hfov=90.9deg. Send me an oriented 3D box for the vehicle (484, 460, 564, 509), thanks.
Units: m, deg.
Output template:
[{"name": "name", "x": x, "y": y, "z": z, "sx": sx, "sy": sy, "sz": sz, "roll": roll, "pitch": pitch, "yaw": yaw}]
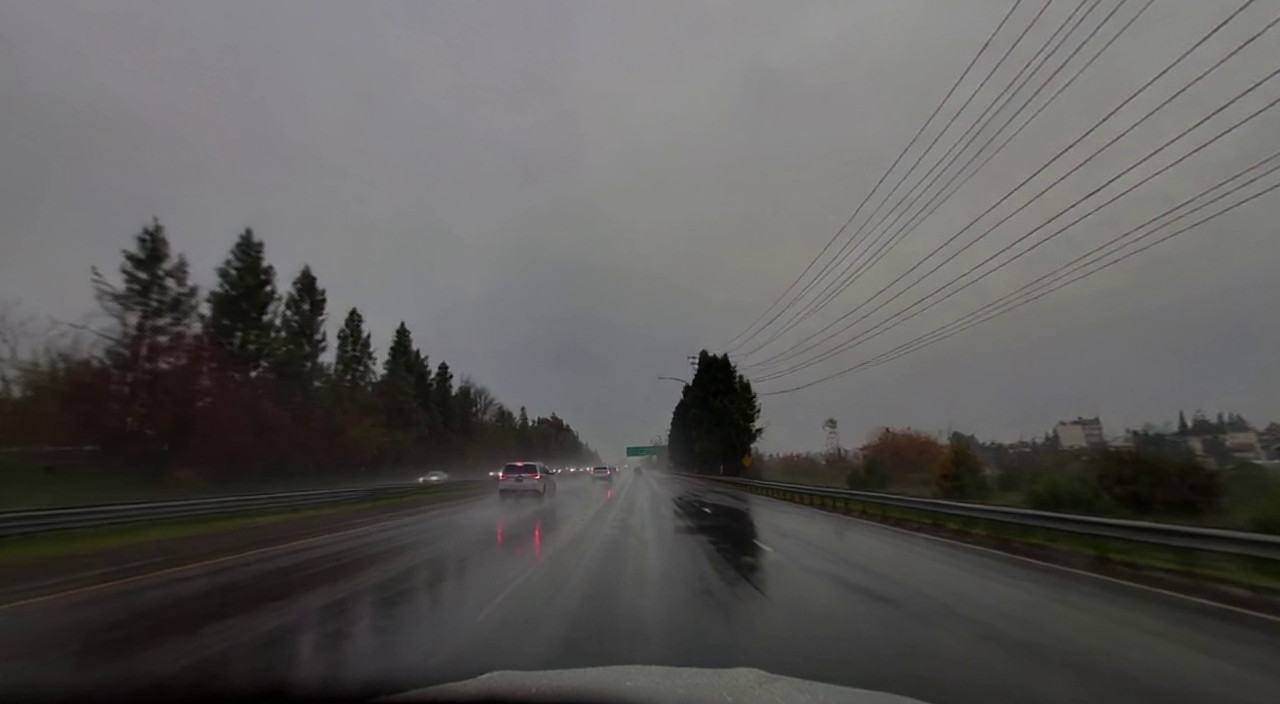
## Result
[{"name": "vehicle", "x": -3.927, "y": 4.597, "z": 22.117, "sx": 1.963, "sy": 1.501, "sz": 4.227, "roll": 1, "pitch": -11, "yaw": 0}]
